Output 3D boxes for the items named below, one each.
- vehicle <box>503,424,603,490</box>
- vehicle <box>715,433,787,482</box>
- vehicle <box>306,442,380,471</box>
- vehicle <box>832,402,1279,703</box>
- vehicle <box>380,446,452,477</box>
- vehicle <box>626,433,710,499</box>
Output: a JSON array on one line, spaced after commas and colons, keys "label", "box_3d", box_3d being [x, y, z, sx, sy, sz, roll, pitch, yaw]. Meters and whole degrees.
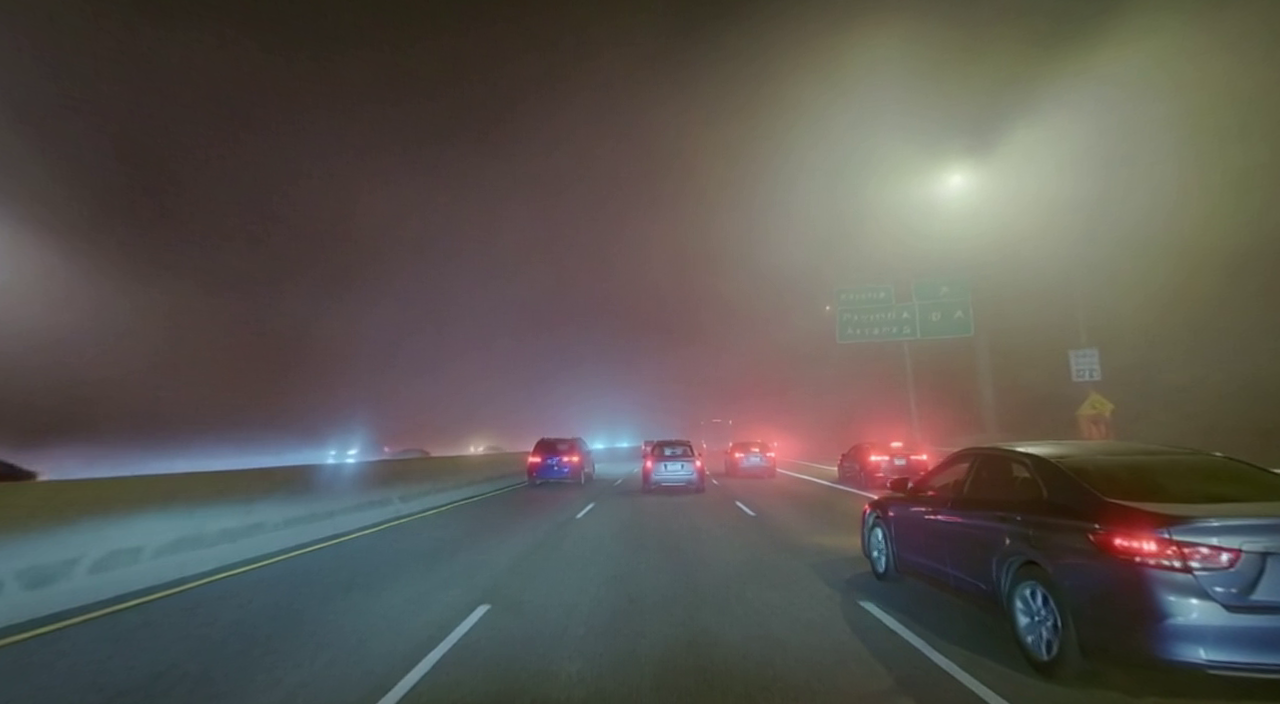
[{"label": "vehicle", "box_3d": [-2.786, 3.565, 21.657, 2.434, 1.965, 5.305, 0, -9, 3]}, {"label": "vehicle", "box_3d": [4.121, 4.021, 24.127, 2.076, 1.684, 4.241, 0, -9, 2]}, {"label": "vehicle", "box_3d": [-18.103, 6.392, 38.646, 1.999, 1.683, 4.555, -1, -9, 4]}, {"label": "vehicle", "box_3d": [3.126, 1.285, 4.663, 2.009, 1.489, 4.559, 0, -9, 1]}, {"label": "vehicle", "box_3d": [-11.645, 5.714, 33.046, 1.906, 1.499, 4.426, -1, -9, 4]}, {"label": "vehicle", "box_3d": [0.773, 3.133, 17.622, 2.074, 1.614, 3.803, 0, -9, 2]}]
